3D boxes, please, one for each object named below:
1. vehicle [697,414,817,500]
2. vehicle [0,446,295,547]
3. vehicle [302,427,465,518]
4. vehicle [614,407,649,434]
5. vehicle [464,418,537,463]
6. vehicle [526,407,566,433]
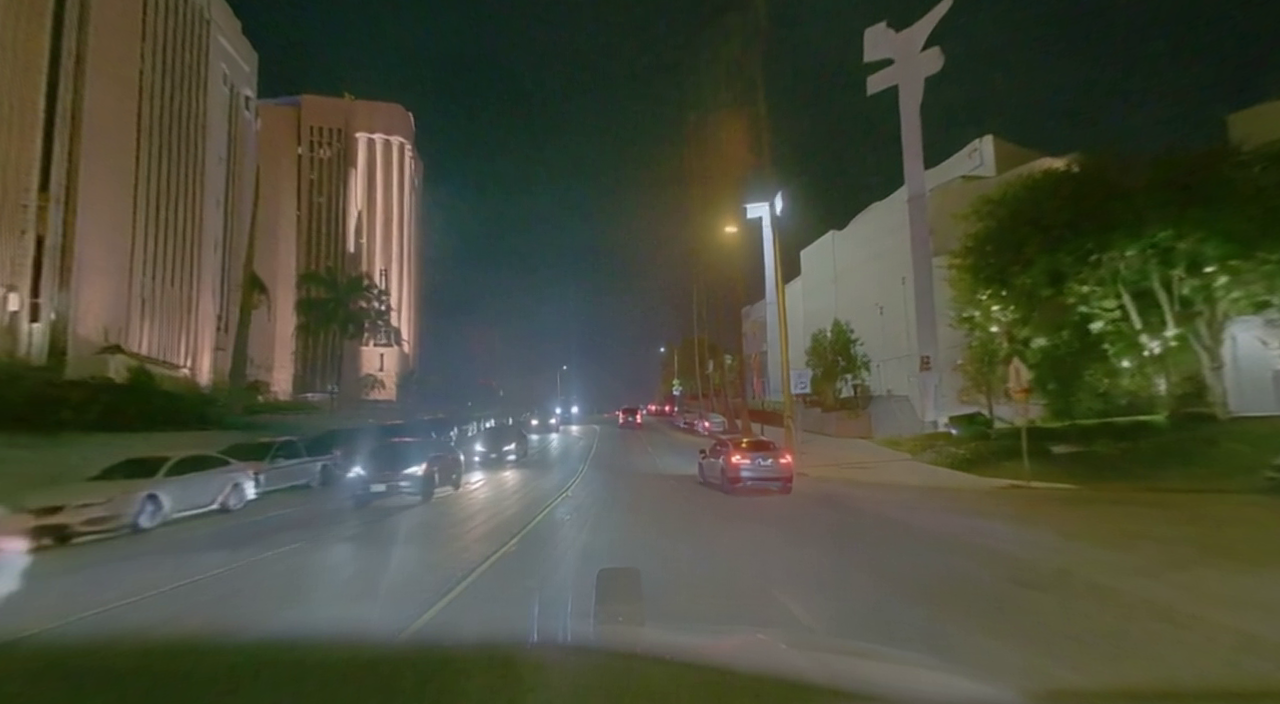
[{"bbox_3d":[2.782,2.629,16.170,1.995,1.858,4.333,0,-8,-3],"label":"vehicle"},{"bbox_3d":[-9.031,2.438,11.691,2.118,1.333,5.950,0,-8,-2],"label":"vehicle"},{"bbox_3d":[-6.025,2.850,15.639,2.138,1.858,4.788,0,-8,-1],"label":"vehicle"},{"bbox_3d":[-0.591,4.606,41.913,2.196,1.655,3.939,0,-8,-2],"label":"vehicle"},{"bbox_3d":[-6.177,3.998,28.667,2.295,1.837,4.680,-1,-8,0],"label":"vehicle"},{"bbox_3d":[-6.714,4.934,45.542,2.171,1.676,4.523,-1,-8,0],"label":"vehicle"}]
